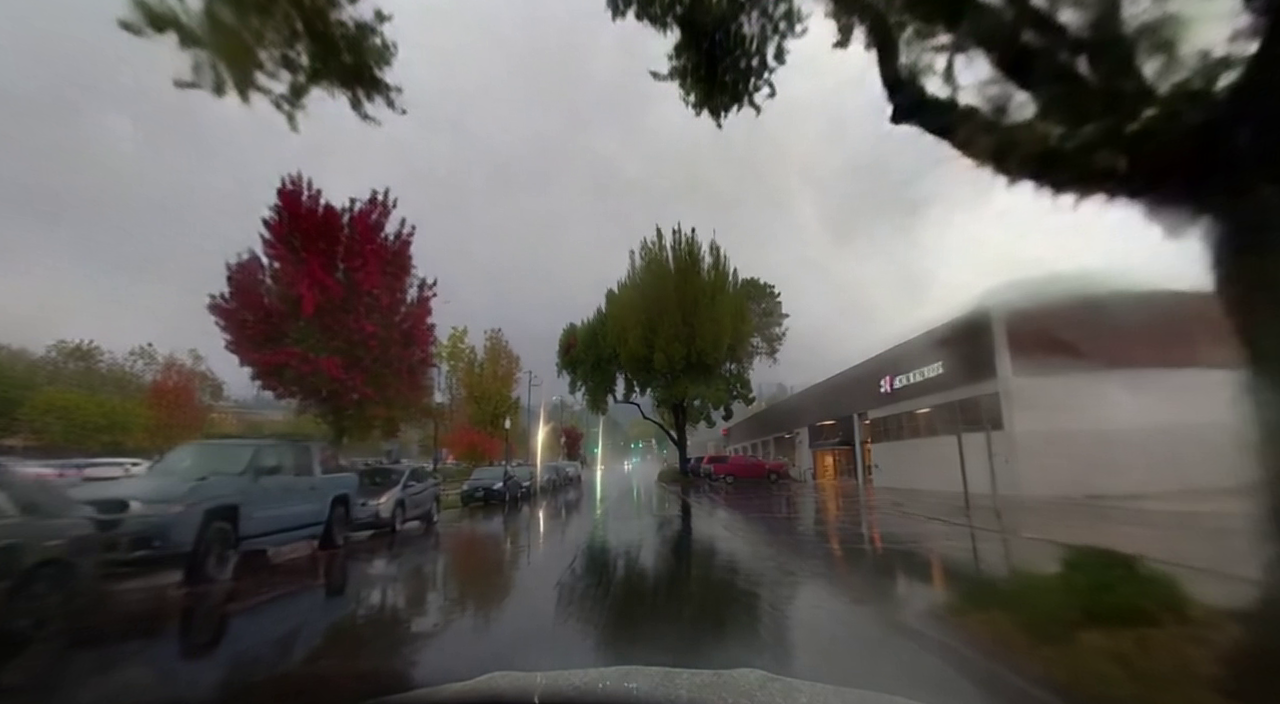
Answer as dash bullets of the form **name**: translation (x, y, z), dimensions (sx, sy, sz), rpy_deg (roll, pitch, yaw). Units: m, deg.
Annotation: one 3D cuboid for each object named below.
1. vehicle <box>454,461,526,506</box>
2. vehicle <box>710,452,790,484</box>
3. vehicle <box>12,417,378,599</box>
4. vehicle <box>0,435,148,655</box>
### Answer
- **vehicle**: translation (-5.923, 5.248, 25.456), dimensions (1.832, 1.623, 4.424), rpy_deg (1, -11, 0)
- **vehicle**: translation (6.204, 6.616, 35.911), dimensions (4.193, 1.665, 1.924), rpy_deg (1, -11, -2)
- **vehicle**: translation (-6.016, 2.190, 9.551), dimensions (1.990, 2.011, 4.765), rpy_deg (1, -11, 0)
- **vehicle**: translation (-6.003, 1.375, 4.243), dimensions (2.060, 1.688, 4.083), rpy_deg (1, -11, -1)
